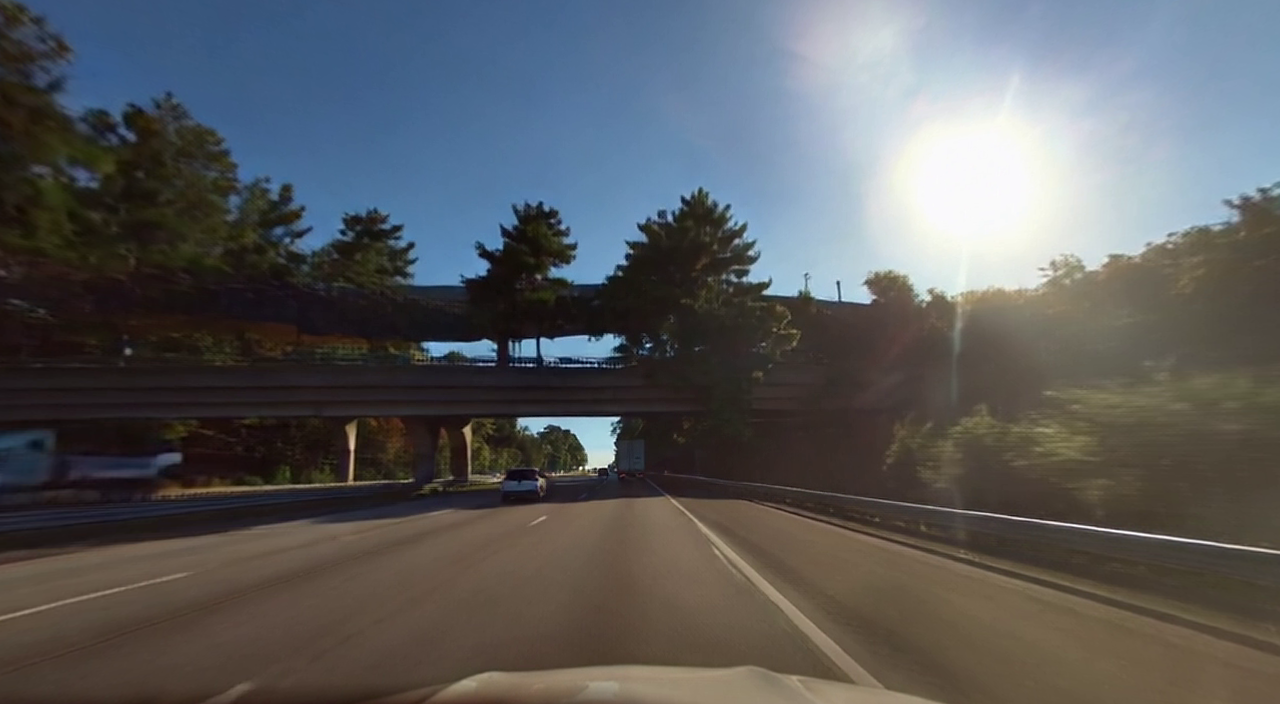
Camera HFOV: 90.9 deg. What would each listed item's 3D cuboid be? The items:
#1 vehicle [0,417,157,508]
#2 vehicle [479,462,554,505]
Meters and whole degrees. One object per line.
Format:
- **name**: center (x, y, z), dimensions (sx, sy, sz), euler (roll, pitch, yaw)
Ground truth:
- **vehicle**: center (-25.502, 4.808, 27.446), dimensions (2.646, 3.392, 7.729), euler (1, -10, 0)
- **vehicle**: center (-4.662, 5.066, 24.545), dimensions (1.950, 1.460, 4.812), euler (1, -10, 0)
